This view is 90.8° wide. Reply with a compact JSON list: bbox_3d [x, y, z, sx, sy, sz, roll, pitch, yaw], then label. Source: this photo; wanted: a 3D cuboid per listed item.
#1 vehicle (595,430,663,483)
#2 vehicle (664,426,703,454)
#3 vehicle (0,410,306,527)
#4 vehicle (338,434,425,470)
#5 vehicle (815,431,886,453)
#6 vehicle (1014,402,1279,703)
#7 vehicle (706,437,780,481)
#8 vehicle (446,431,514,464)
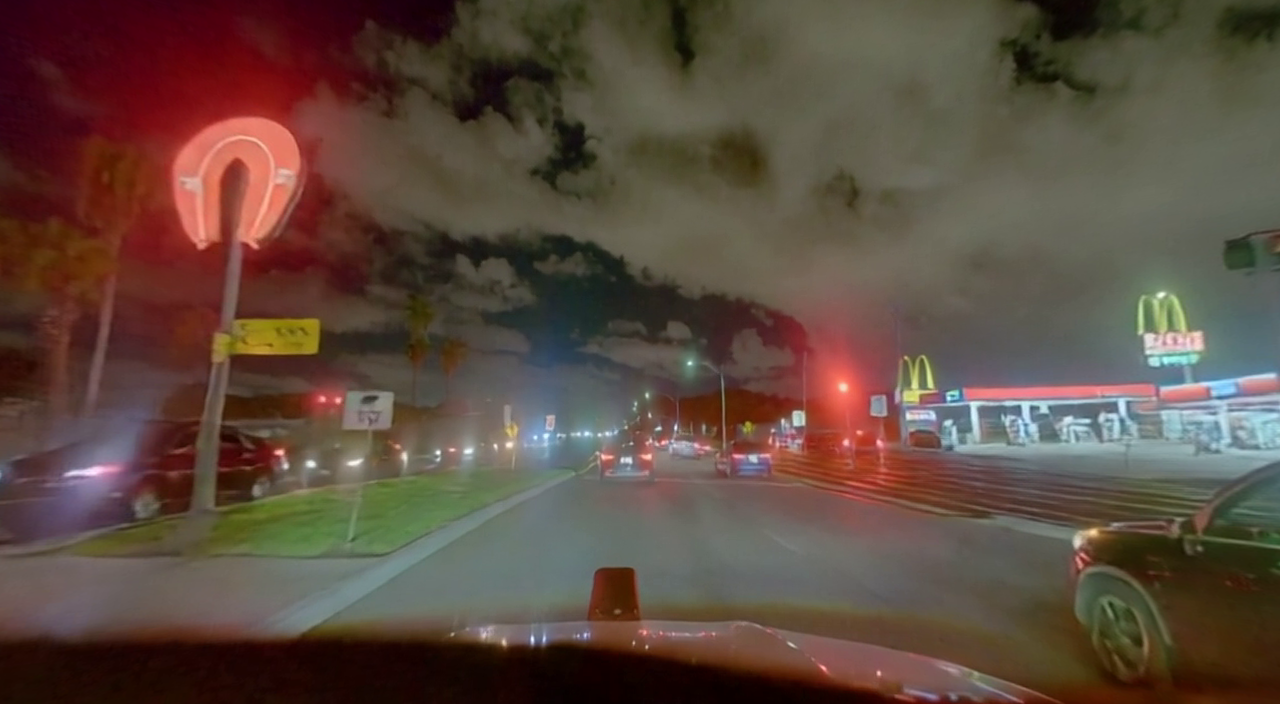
[{"bbox_3d":[-0.458,3.394,20.855,2.021,1.550,4.090,0,-8,-4],"label":"vehicle"},{"bbox_3d":[2.966,6.235,44.660,2.299,1.803,5.434,0,-8,-1],"label":"vehicle"},{"bbox_3d":[-8.772,2.092,11.957,1.980,1.719,4.963,-1,-8,3],"label":"vehicle"},{"bbox_3d":[-11.445,4.464,28.356,1.865,1.472,4.532,0,-8,1],"label":"vehicle"},{"bbox_3d":[14.627,6.285,44.048,4.293,1.438,1.773,0,-8,0],"label":"vehicle"},{"bbox_3d":[3.535,0.881,2.084,1.987,1.474,4.198,0,-8,-1],"label":"vehicle"},{"bbox_3d":[3.633,3.847,23.020,1.889,1.448,4.262,0,-8,-1],"label":"vehicle"},{"bbox_3d":[-7.873,4.747,31.566,2.052,1.483,4.751,0,-8,1],"label":"vehicle"}]
